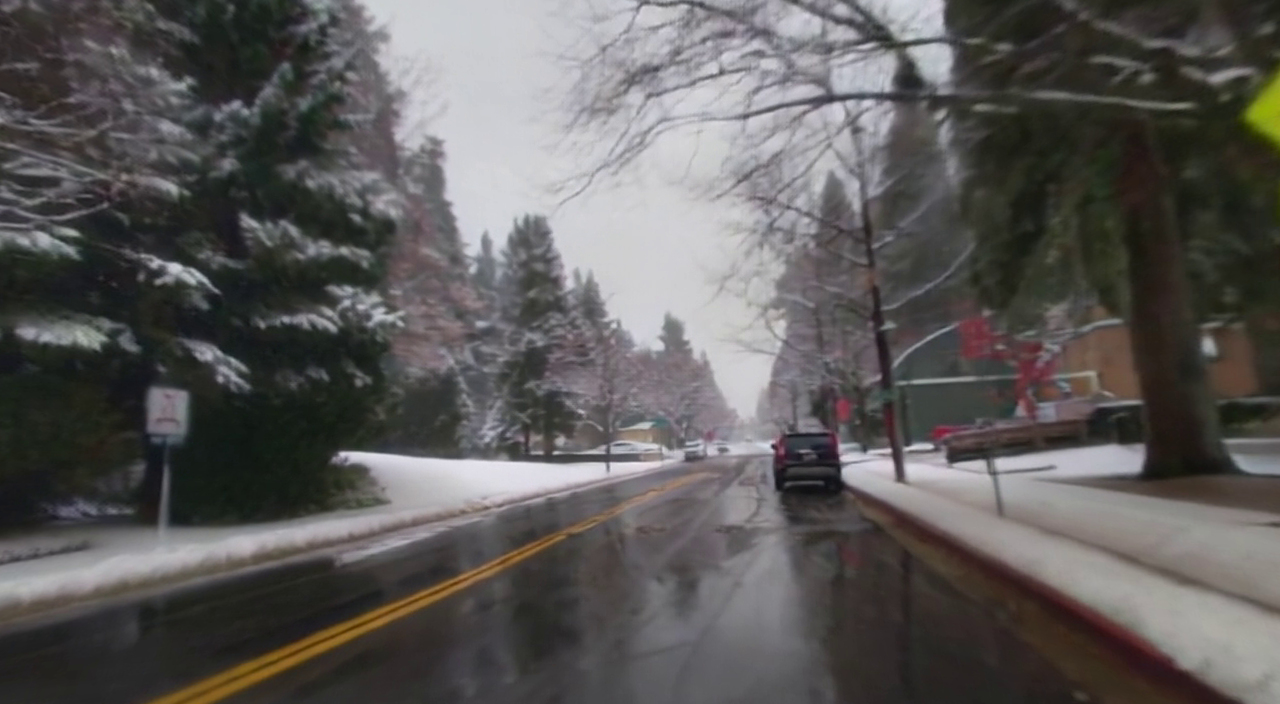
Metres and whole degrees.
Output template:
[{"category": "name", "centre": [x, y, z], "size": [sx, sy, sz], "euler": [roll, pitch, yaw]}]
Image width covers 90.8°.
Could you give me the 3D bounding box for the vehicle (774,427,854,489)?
[{"category": "vehicle", "centre": [5.568, 3.433, 20.738], "size": [2.204, 1.776, 4.262], "euler": [-2, -9, 12]}]

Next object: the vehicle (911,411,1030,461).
[{"category": "vehicle", "centre": [14.579, 3.703, 27.900], "size": [4.390, 1.696, 1.954], "euler": [-4, -7, -19]}]
